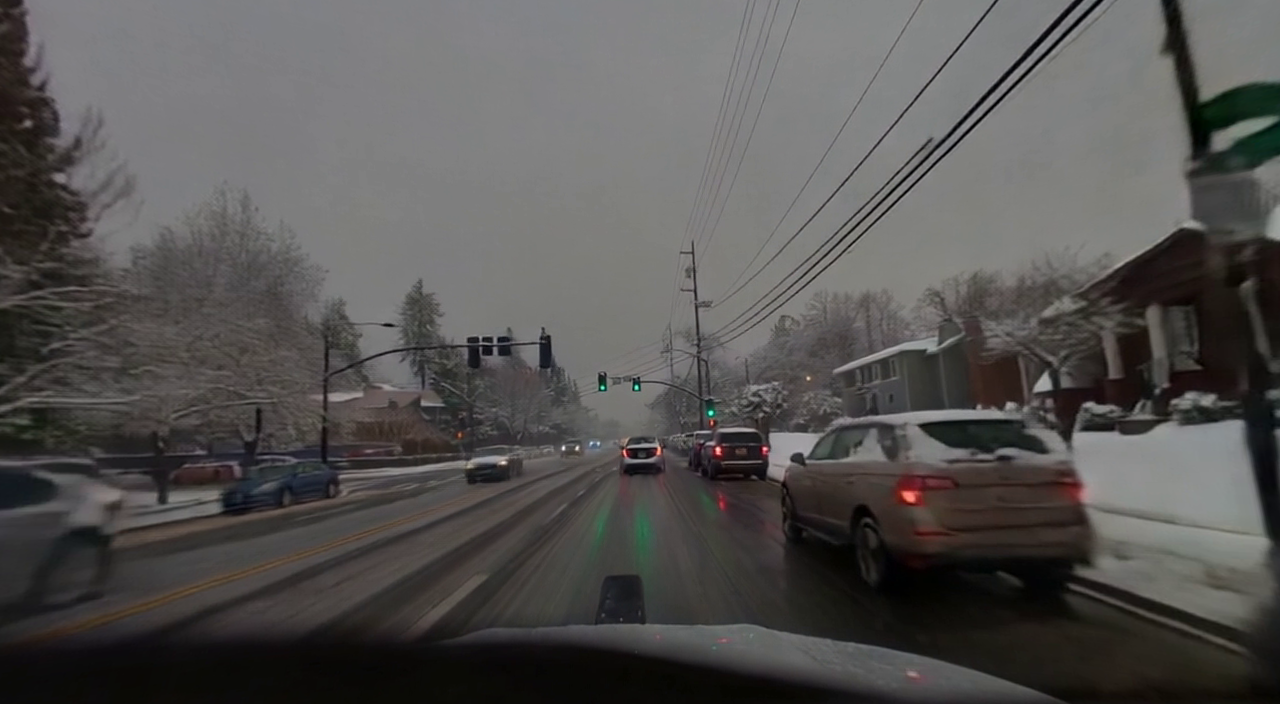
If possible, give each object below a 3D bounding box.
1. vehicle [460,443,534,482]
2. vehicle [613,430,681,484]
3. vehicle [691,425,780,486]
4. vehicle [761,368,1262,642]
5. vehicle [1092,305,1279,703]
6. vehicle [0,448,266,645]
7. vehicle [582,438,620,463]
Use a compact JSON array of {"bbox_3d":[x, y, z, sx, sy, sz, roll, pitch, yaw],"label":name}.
[{"bbox_3d":[-5.934,4.627,26.816,1.981,1.498,4.701,-1,-8,1],"label":"vehicle"},{"bbox_3d":[0.183,3.477,21.201,2.041,1.575,4.304,0,-8,0],"label":"vehicle"},{"bbox_3d":[2.938,3.315,20.559,2.060,1.733,4.639,0,-8,-2],"label":"vehicle"},{"bbox_3d":[2.893,1.332,6.553,2.289,1.782,4.661,0,-8,-1],"label":"vehicle"},{"bbox_3d":[2.794,0.486,0.196,1.974,1.696,4.461,0,-8,0],"label":"vehicle"},{"bbox_3d":[-5.943,1.694,5.943,1.987,1.478,4.693,-2,-8,0],"label":"vehicle"},{"bbox_3d":[-2.522,6.479,41.830,2.117,1.528,4.277,-1,-8,1],"label":"vehicle"}]
